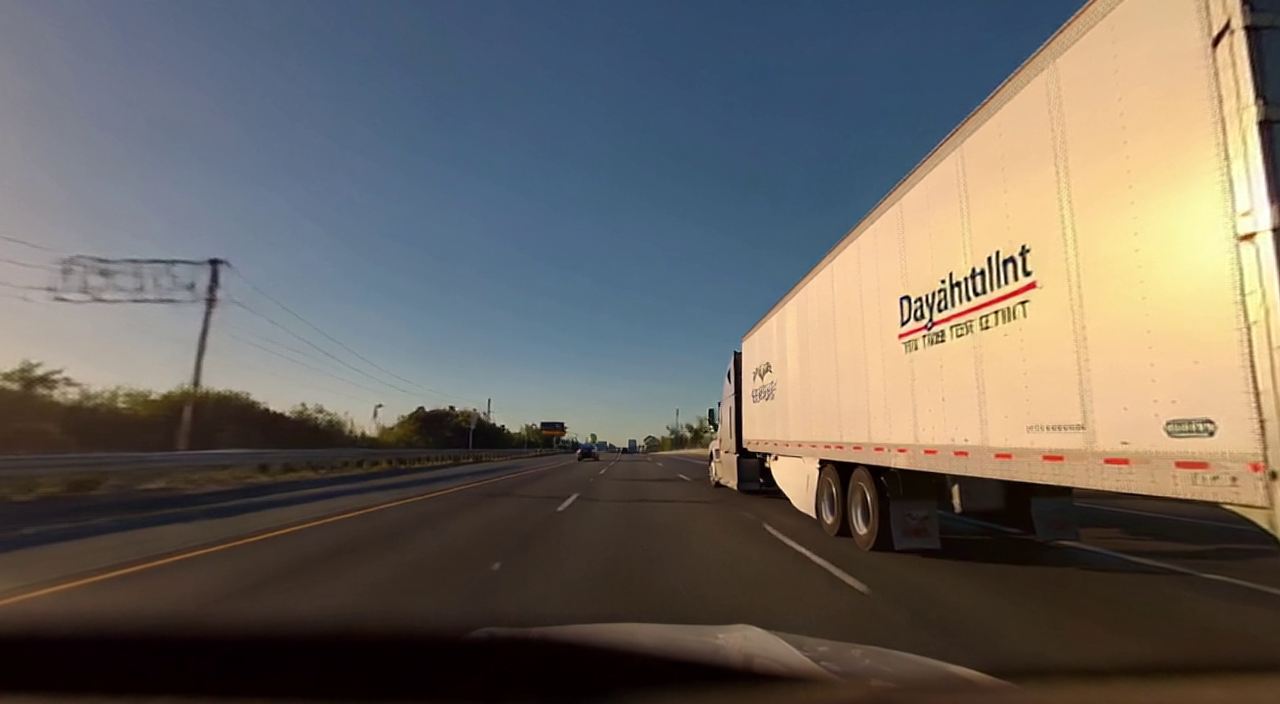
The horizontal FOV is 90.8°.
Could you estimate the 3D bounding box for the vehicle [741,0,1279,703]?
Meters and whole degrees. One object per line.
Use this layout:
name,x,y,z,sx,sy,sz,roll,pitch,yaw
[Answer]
vehicle,3.982,0.520,9.241,2.962,4.132,12.720,0,-8,0

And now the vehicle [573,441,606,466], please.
vehicle,-3.446,6.994,43.807,2.030,1.657,3.926,0,-8,0
